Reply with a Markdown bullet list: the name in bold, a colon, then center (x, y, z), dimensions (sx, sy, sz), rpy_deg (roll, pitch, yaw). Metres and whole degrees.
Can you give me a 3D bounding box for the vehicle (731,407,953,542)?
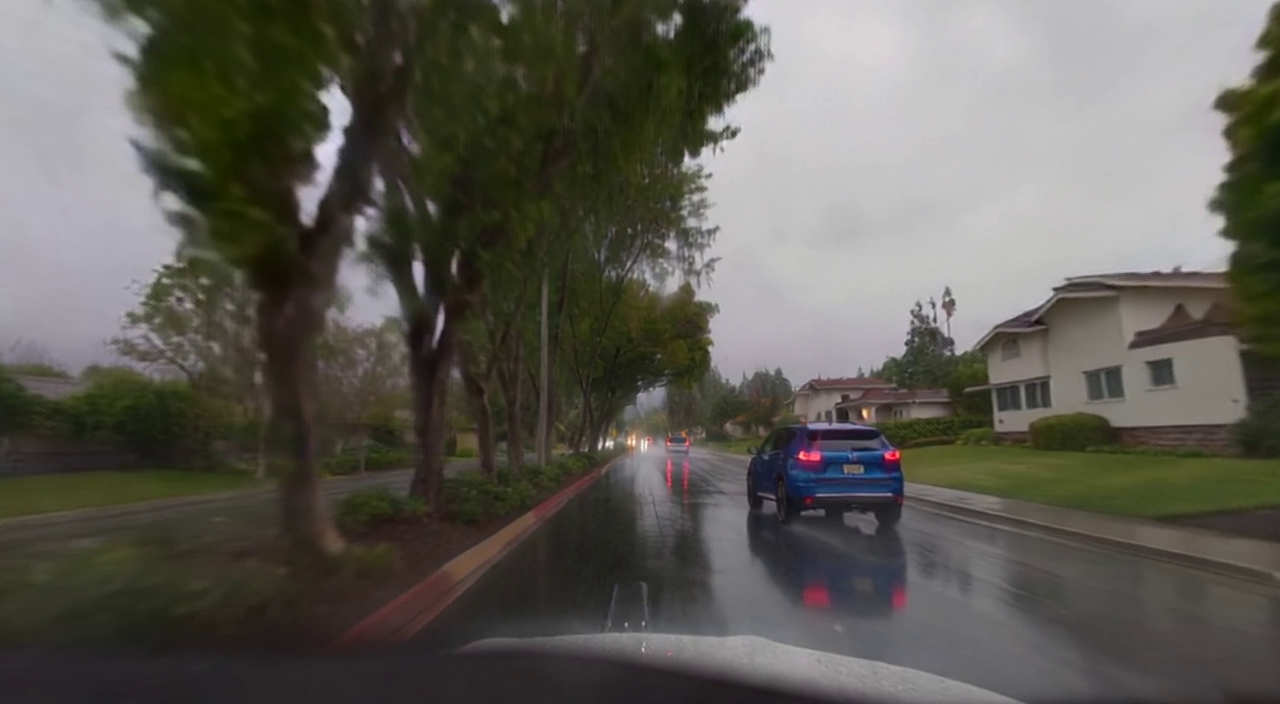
- **vehicle**: center (3.005, 1.946, 10.699), dimensions (2.180, 1.773, 4.639), rpy_deg (0, -8, -1)
